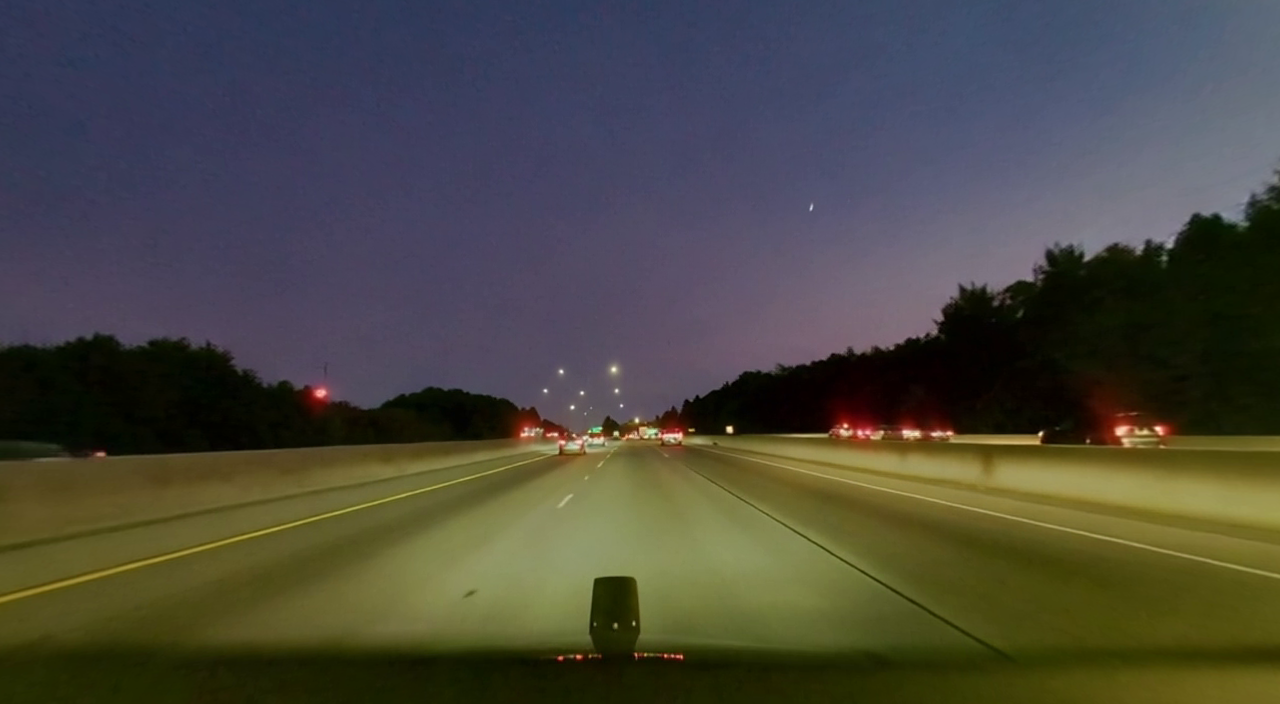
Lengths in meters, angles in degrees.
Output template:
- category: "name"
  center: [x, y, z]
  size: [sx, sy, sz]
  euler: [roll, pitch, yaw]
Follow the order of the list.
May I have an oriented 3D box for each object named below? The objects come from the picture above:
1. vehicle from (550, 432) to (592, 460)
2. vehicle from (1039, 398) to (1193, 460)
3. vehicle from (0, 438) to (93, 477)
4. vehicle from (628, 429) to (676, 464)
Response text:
- category: "vehicle"
  center: [-3.922, 5.427, 36.583]
  size: [2.014, 1.471, 4.380]
  euler: [0, -8, -1]
- category: "vehicle"
  center: [21.439, 3.574, 28.905]
  size: [2.232, 2.540, 6.015]
  euler: [0, -8, -1]
- category: "vehicle"
  center: [-40.310, 6.917, 41.828]
  size: [2.170, 2.315, 6.584]
  euler: [0, -8, -1]
- category: "vehicle"
  center: [0.499, 4.557, 30.571]
  size: [2.086, 1.554, 3.875]
  euler: [0, -8, -2]
